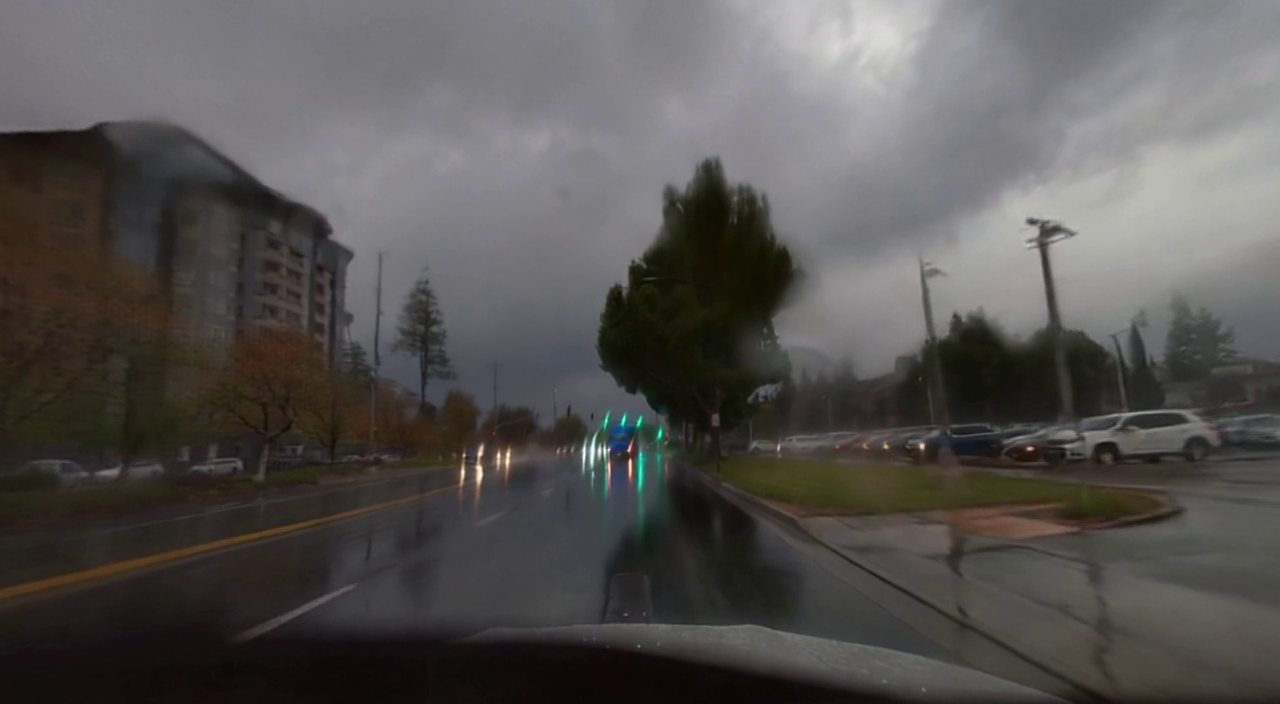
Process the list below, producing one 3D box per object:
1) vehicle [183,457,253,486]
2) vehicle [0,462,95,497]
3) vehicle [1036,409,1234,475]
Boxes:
[{"bbox_3d":[-30.068,8.499,45.047,1.967,1.877,4.256,0,-9,0],"label":"vehicle"},{"bbox_3d":[-29.015,6.166,30.735,1.587,1.496,3.490,0,-9,3],"label":"vehicle"},{"bbox_3d":[16.336,2.988,20.953,5.051,2.038,2.142,1,-9,-9],"label":"vehicle"}]
